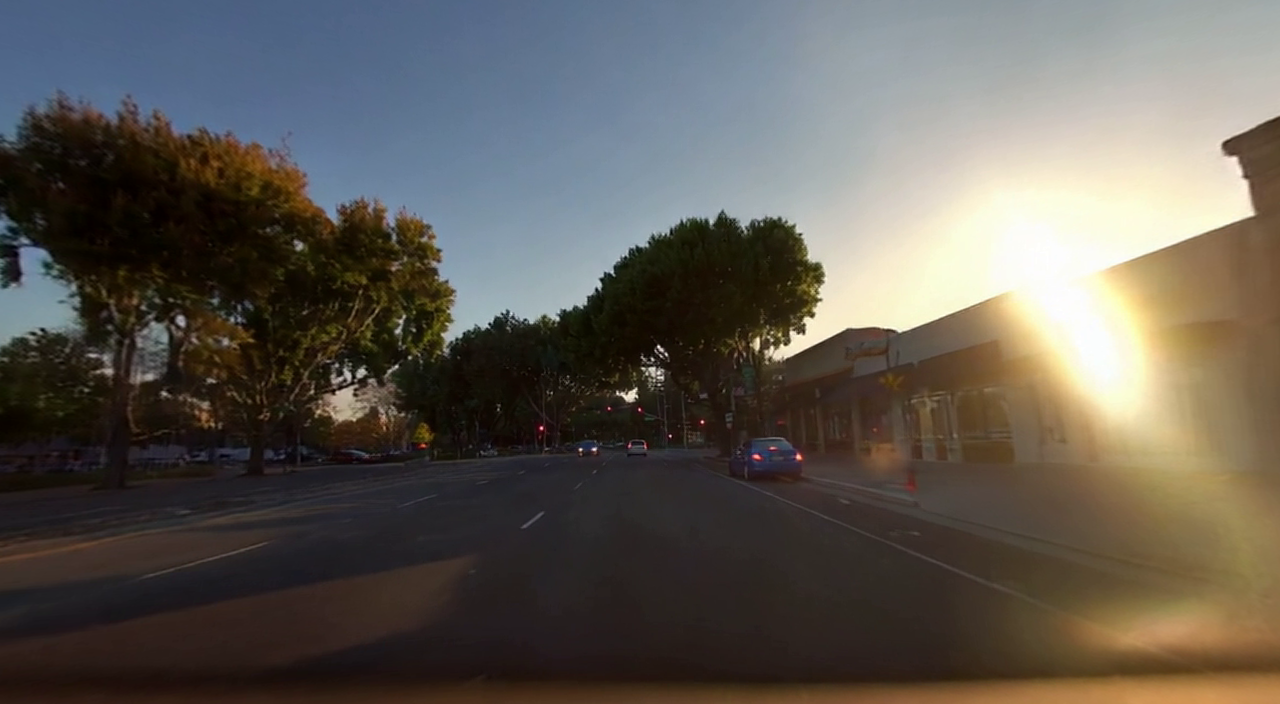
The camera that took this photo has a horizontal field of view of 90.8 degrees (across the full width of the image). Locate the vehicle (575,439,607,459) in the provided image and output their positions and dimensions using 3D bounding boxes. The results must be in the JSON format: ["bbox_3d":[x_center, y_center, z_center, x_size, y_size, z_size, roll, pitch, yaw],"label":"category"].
[{"bbox_3d":[-3.659,7.303,47.678,2.032,1.467,4.411,0,-8,0],"label":"vehicle"}]

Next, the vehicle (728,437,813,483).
[{"bbox_3d":[4.471,3.771,22.365,1.942,1.469,4.049,0,-8,-3],"label":"vehicle"}]
